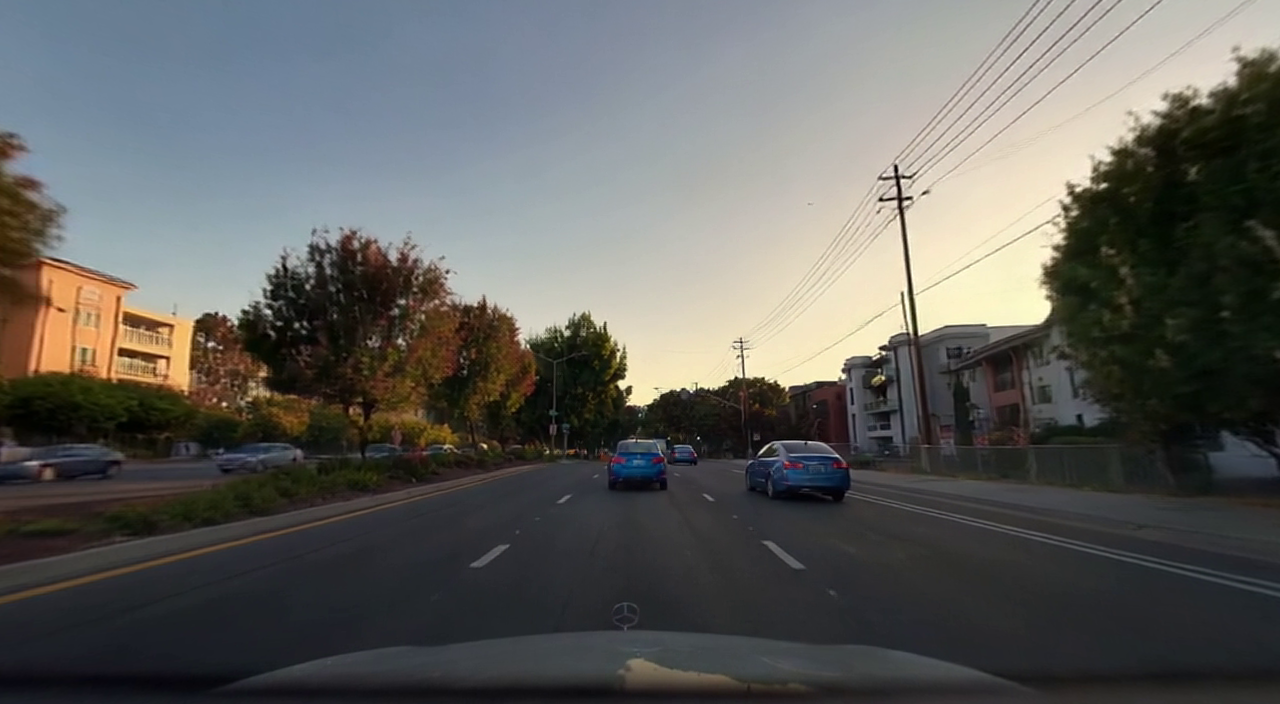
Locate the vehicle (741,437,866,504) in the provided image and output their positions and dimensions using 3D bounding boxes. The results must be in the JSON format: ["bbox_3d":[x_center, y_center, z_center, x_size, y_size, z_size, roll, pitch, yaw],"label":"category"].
[{"bbox_3d":[4.165,3.094,16.963,2.086,1.534,4.351,0,-8,-1],"label":"vehicle"}]

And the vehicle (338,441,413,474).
[{"bbox_3d":[-13.647,5.478,32.929,1.981,1.572,4.575,0,-8,0],"label":"vehicle"}]

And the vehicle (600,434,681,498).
[{"bbox_3d":[-0.043,3.230,18.253,2.073,1.606,3.933,0,-8,-1],"label":"vehicle"}]

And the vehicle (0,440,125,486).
[{"bbox_3d":[-21.652,4.015,23.158,1.821,1.485,4.393,0,-8,1],"label":"vehicle"}]

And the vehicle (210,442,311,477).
[{"bbox_3d":[-17.330,4.899,29.131,1.873,1.459,4.447,0,-8,0],"label":"vehicle"}]

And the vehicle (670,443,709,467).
[{"bbox_3d":[3.198,6.757,41.503,2.054,1.461,4.321,0,-8,-2],"label":"vehicle"}]
